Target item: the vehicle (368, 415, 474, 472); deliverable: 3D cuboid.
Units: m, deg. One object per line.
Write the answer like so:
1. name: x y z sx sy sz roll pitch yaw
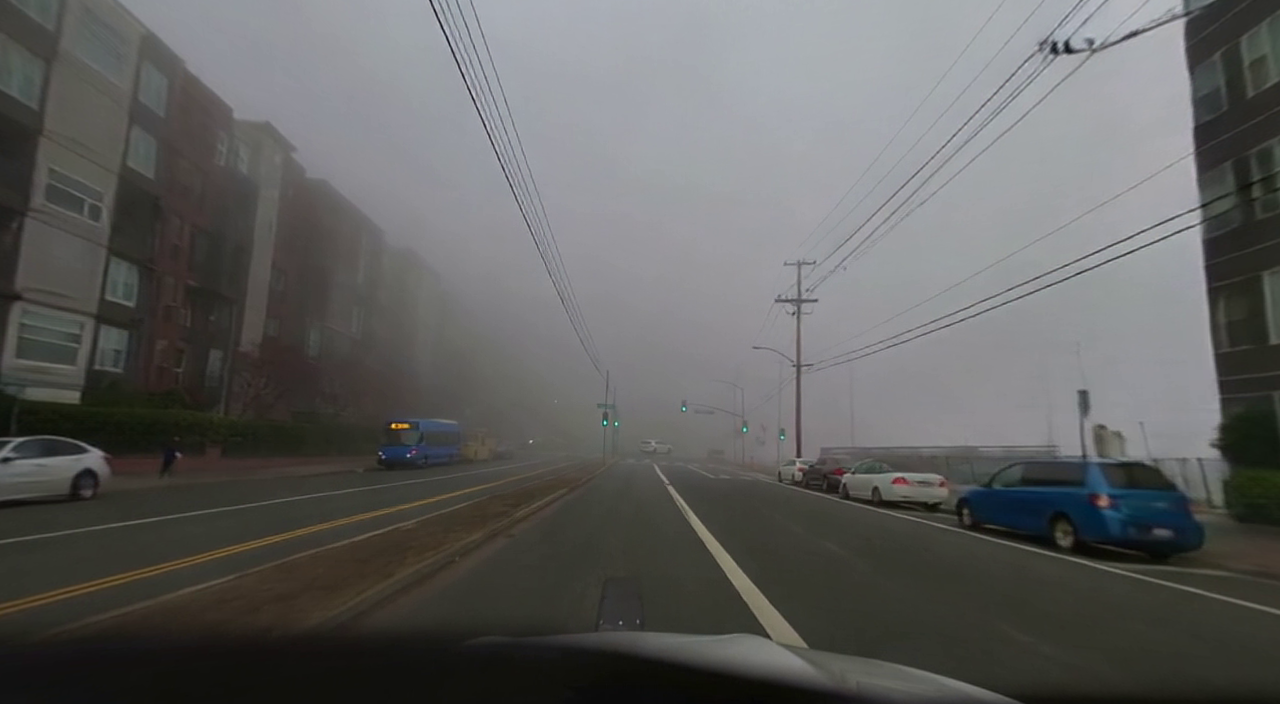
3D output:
1. vehicle: -14.050 6.054 41.745 3.060 3.307 9.997 0 -9 2

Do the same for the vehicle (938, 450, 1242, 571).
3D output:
1. vehicle: 7.759 2.703 11.739 2.143 1.731 4.781 0 -9 1

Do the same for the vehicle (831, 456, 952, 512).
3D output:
1. vehicle: 7.862 4.144 20.336 1.997 1.517 4.755 0 -9 1

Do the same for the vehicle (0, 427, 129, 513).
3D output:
1. vehicle: -14.470 2.618 14.167 2.107 1.771 4.871 0 -9 -3
